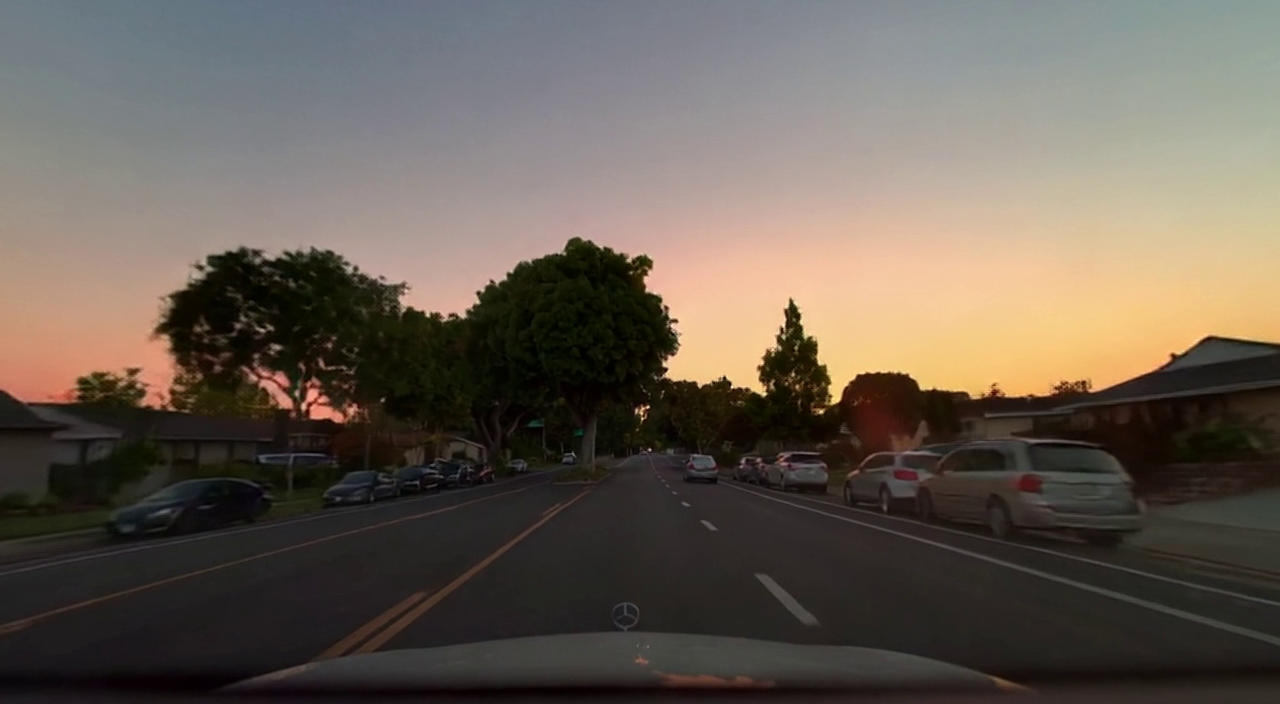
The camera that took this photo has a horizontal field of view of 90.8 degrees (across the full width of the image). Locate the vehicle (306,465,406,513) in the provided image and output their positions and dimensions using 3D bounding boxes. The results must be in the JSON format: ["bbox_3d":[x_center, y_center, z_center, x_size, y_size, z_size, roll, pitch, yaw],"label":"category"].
[{"bbox_3d":[-11.813,5.691,26.729,1.888,1.668,5.052,0,-8,0],"label":"vehicle"}]

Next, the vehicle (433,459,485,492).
[{"bbox_3d":[-11.536,7.859,40.587,2.049,1.848,4.693,0,-8,-1],"label":"vehicle"}]

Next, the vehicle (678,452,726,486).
[{"bbox_3d":[3.232,6.176,33.768,1.951,1.620,4.582,0,-8,-2],"label":"vehicle"}]

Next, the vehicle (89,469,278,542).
[{"bbox_3d":[-11.736,3.931,16.713,1.809,1.476,4.423,0,-8,-3],"label":"vehicle"}]

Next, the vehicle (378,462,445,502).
[{"bbox_3d":[-11.652,6.619,32.513,1.921,1.770,4.265,0,-8,-1],"label":"vehicle"}]

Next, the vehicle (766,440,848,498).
[{"bbox_3d":[7.213,5.087,27.942,2.081,2.286,4.941,0,-8,-2],"label":"vehicle"}]

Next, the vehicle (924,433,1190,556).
[{"bbox_3d":[7.534,2.552,12.177,1.873,1.867,4.673,0,-8,0],"label":"vehicle"}]
